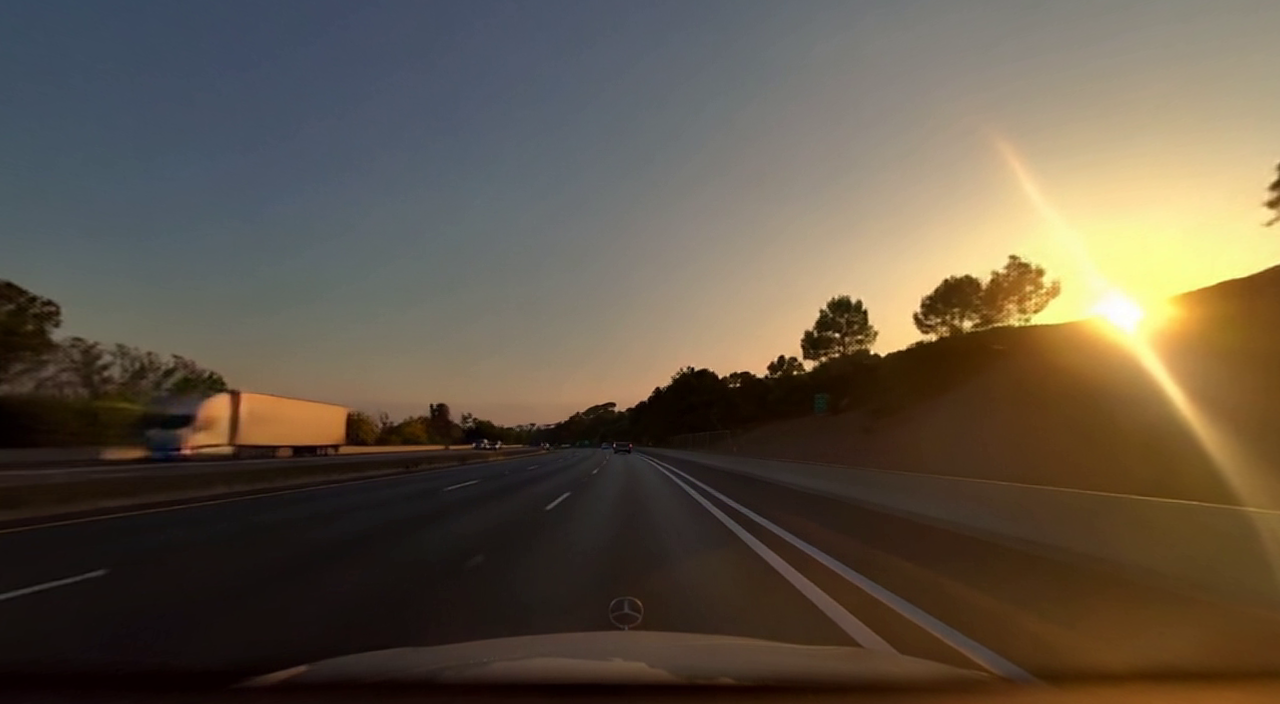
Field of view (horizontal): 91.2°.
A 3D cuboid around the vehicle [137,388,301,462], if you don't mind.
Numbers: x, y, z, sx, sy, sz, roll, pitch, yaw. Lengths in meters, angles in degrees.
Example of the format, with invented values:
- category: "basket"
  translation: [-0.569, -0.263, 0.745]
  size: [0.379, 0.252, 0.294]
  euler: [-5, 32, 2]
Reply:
- category: "vehicle"
  translation: [-25.483, 4.693, 39.061]
  size: [3.298, 3.976, 10.350]
  euler: [0, -9, -2]
